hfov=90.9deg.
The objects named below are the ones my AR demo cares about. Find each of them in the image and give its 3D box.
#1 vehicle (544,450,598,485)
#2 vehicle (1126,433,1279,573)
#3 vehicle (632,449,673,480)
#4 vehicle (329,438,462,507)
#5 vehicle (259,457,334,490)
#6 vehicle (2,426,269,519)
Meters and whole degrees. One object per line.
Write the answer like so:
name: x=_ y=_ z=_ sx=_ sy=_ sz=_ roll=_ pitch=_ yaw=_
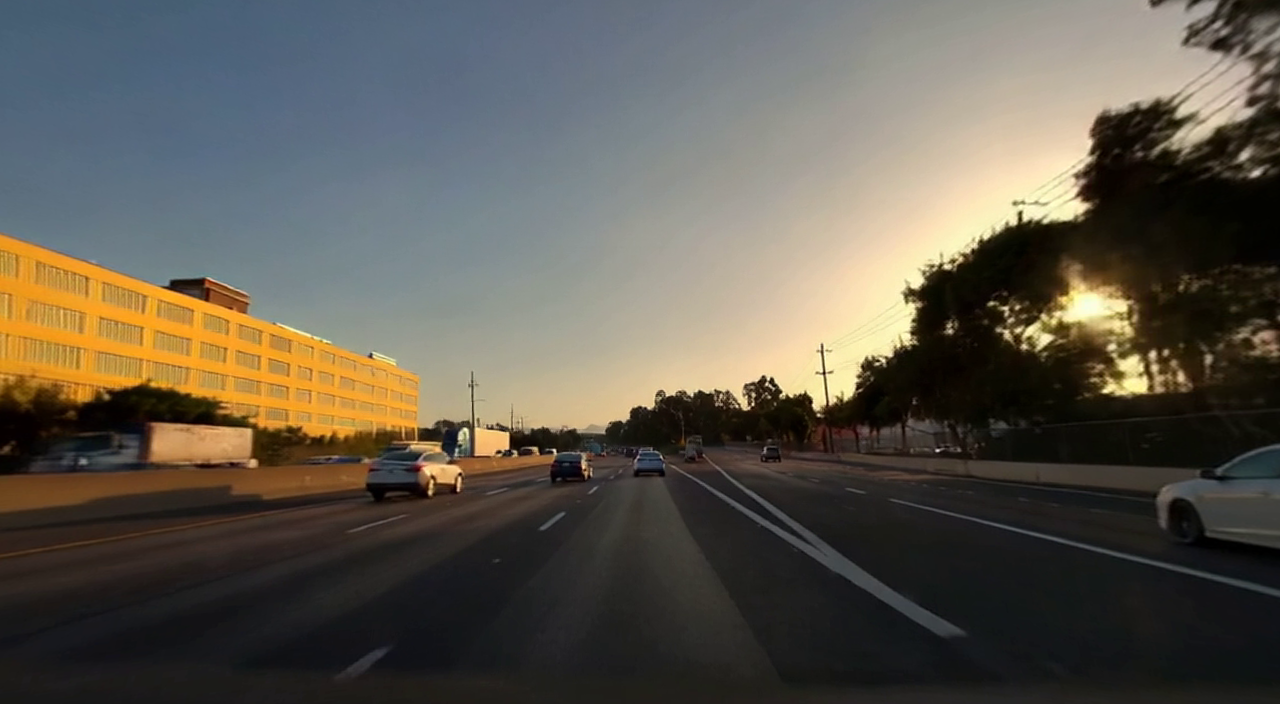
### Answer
vehicle: x=-3.344 y=5.668 z=31.337 sx=2.059 sy=1.508 sz=4.662 roll=-1 pitch=-8 yaw=1
vehicle: x=7.816 y=1.595 z=6.656 sx=1.966 sy=1.484 sz=4.610 roll=-1 pitch=-9 yaw=5
vehicle: x=0.663 y=6.178 z=34.792 sx=2.107 sy=1.538 sz=3.999 roll=-1 pitch=-8 yaw=1
vehicle: x=-7.262 y=3.600 z=19.414 sx=2.106 sy=1.827 sz=4.814 roll=-1 pitch=-8 yaw=1
vehicle: x=-20.074 y=7.088 z=37.119 sx=1.853 sy=1.671 sz=4.525 roll=-1 pitch=-8 yaw=1
vehicle: x=-12.698 y=3.057 z=16.681 sx=2.133 sy=1.970 sz=5.950 roll=-1 pitch=-8 yaw=0
